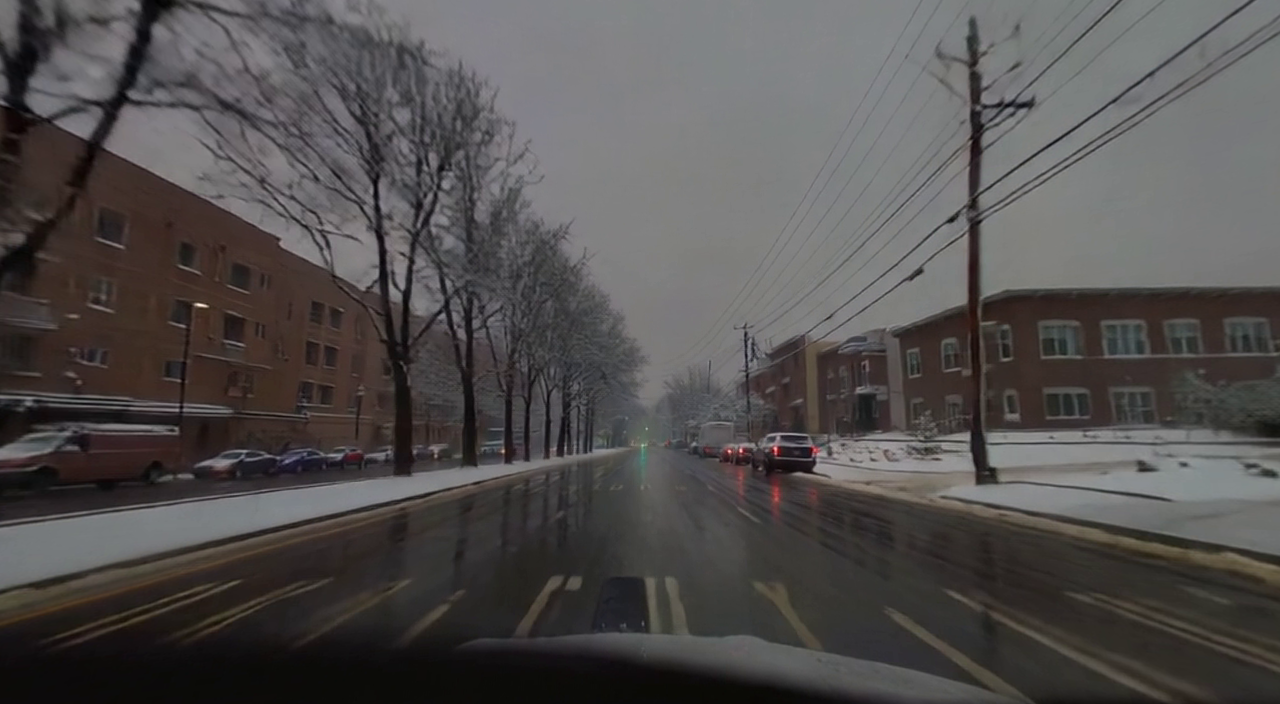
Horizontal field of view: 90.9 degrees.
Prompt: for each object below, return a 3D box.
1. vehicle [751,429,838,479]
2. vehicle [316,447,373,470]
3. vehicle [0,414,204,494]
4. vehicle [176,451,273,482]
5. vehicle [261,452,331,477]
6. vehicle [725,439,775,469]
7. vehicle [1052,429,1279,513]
[{"bbox_3d":[7.061,4.763,29.670,2.563,2.090,6.077,0,-8,0],"label":"vehicle"},{"bbox_3d":[-22.055,7.977,47.250,1.778,1.533,4.967,-2,-8,2],"label":"vehicle"},{"bbox_3d":[-22.328,4.250,26.628,2.397,2.865,7.296,0,-8,1],"label":"vehicle"},{"bbox_3d":[-22.284,6.128,34.067,1.877,1.473,4.892,0,-8,1],"label":"vehicle"},{"bbox_3d":[-22.072,7.211,40.645,1.907,1.404,4.413,-1,-8,3],"label":"vehicle"},{"bbox_3d":[7.199,6.768,42.016,2.258,1.845,5.381,0,-8,-1],"label":"vehicle"},{"bbox_3d":[11.848,2.582,14.238,1.970,1.551,4.713,0,-8,1],"label":"vehicle"}]
